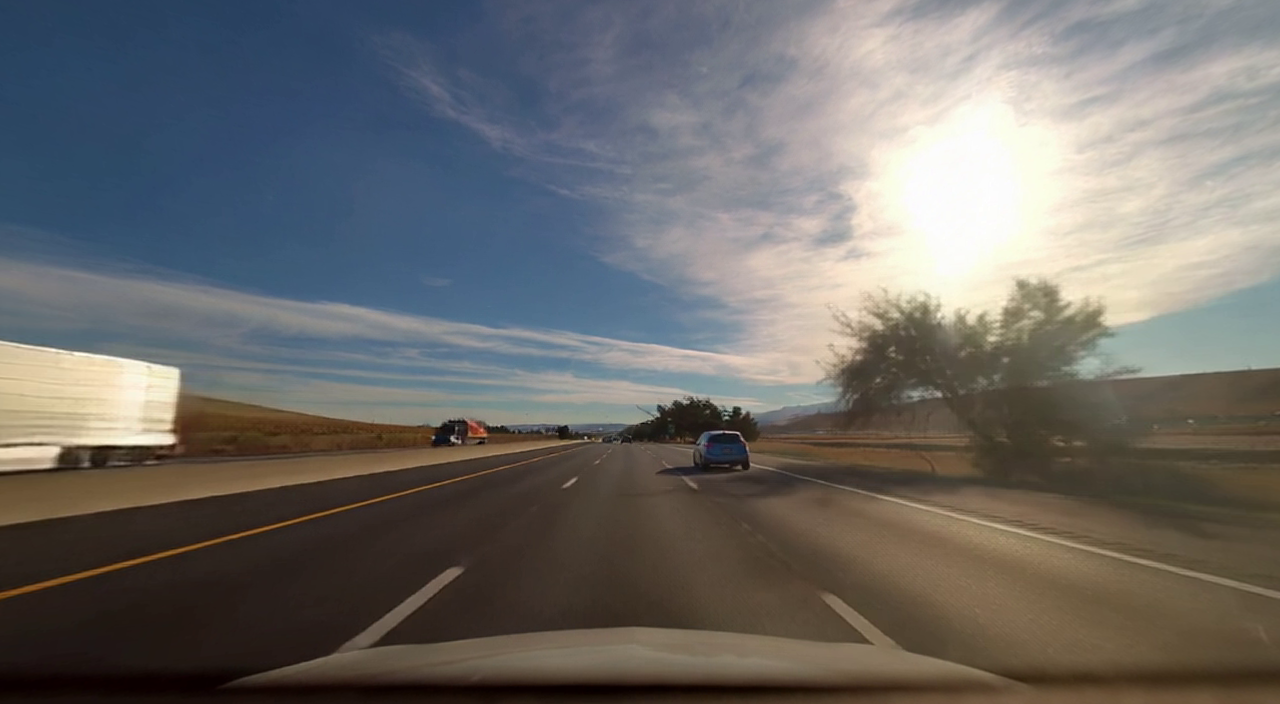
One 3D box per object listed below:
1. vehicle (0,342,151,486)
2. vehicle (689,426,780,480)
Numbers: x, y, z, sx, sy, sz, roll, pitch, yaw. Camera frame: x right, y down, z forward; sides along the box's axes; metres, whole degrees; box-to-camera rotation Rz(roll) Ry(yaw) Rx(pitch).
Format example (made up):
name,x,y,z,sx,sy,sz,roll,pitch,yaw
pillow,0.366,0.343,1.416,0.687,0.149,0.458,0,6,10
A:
name,x,y,z,sx,sy,sz,roll,pitch,yaw
vehicle,-19.572,1.957,19.081,2.876,4.042,8.257,0,-8,-1
vehicle,3.096,3.426,21.634,2.349,1.651,4.161,0,-8,-2
